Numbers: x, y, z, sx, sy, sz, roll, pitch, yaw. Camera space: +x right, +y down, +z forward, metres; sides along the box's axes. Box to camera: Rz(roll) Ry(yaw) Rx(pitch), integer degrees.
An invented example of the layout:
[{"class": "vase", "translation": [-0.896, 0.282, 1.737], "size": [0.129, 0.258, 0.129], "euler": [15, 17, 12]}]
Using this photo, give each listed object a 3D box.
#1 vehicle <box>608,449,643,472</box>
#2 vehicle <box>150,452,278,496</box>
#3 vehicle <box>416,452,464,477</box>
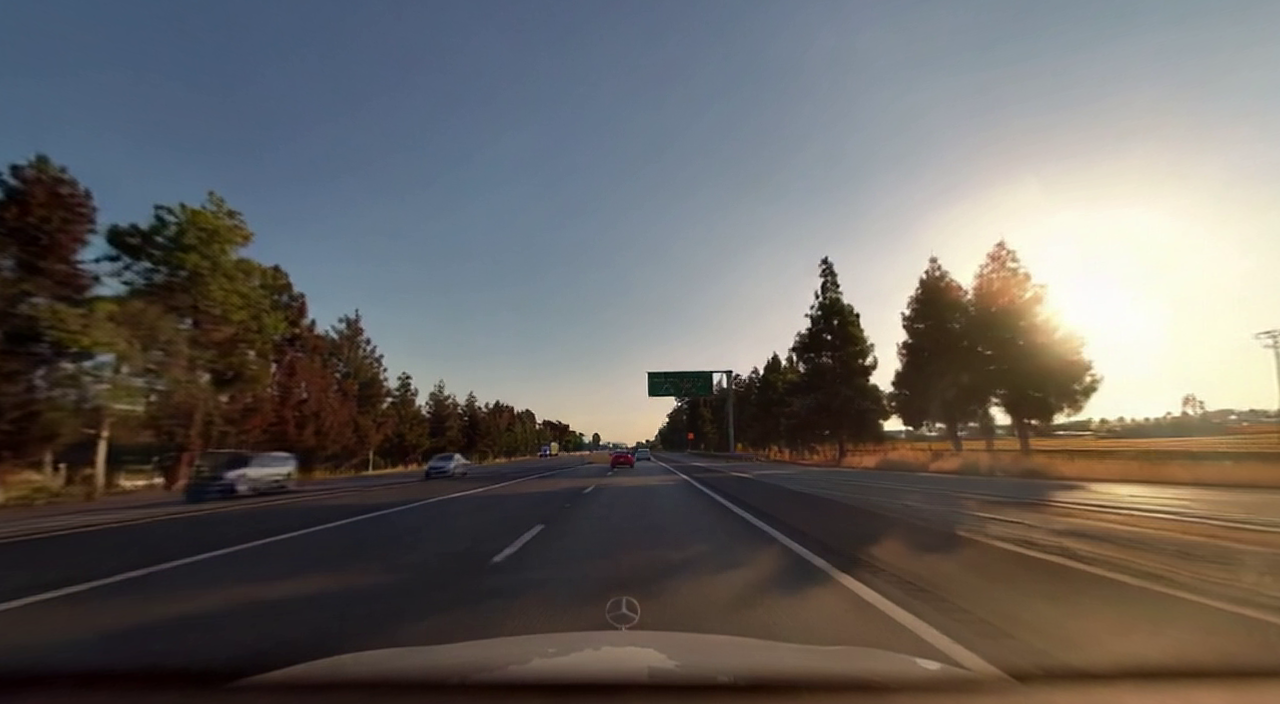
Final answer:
[{"class": "vehicle", "translation": [-0.924, 7.332, 43.009], "size": [2.170, 1.451, 4.584], "euler": [0, -9, 1]}, {"class": "vehicle", "translation": [-15.868, 4.532, 23.829], "size": [1.841, 1.481, 4.240], "euler": [0, -9, 0]}, {"class": "vehicle", "translation": [-12.775, 7.183, 40.487], "size": [1.893, 1.485, 4.002], "euler": [0, -9, -2]}]
